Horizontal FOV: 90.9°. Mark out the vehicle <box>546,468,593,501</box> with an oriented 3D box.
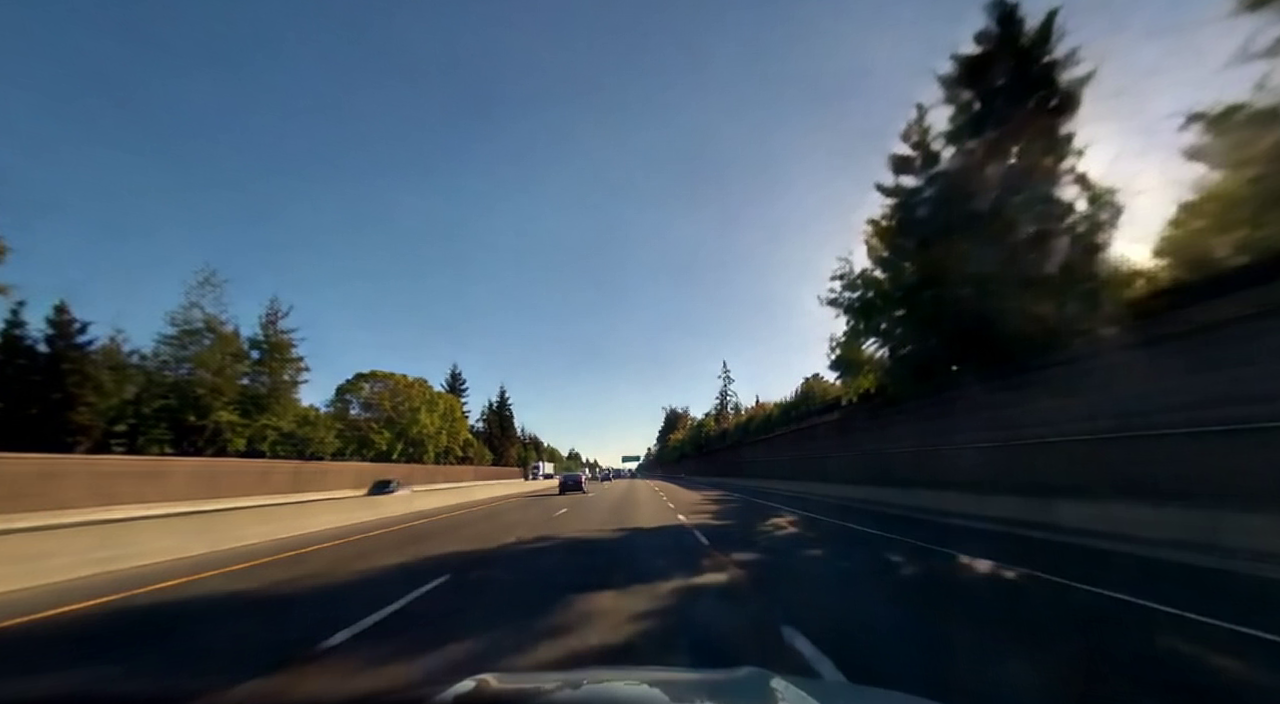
[{"bbox_3d":[-3.429,6.533,31.290,1.863,1.486,3.852,1,-10,0],"label":"vehicle"}]
